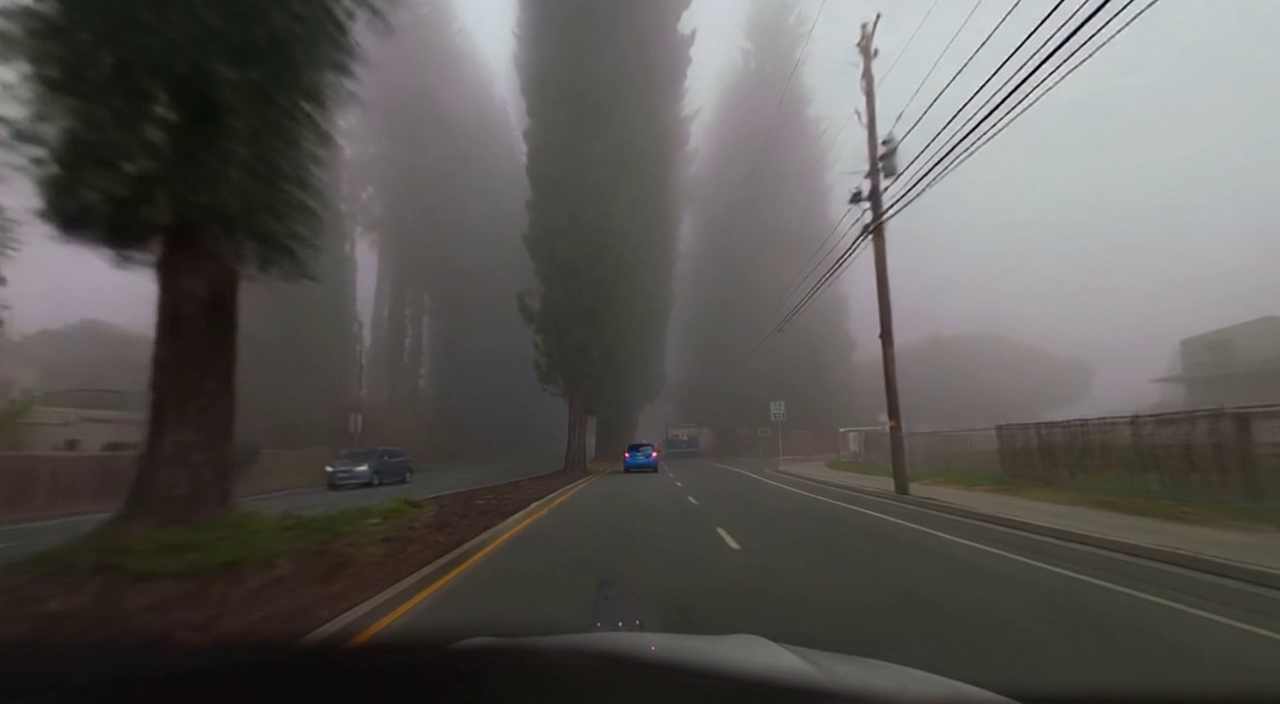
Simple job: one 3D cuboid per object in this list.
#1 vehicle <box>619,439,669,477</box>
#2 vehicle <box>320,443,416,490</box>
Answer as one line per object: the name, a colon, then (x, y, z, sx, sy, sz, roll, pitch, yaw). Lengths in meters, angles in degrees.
vehicle: (0.177, 4.604, 27.640, 2.018, 1.511, 3.993, 0, -8, 0)
vehicle: (-11.342, 4.782, 26.726, 1.951, 1.795, 4.579, 0, -8, 1)
